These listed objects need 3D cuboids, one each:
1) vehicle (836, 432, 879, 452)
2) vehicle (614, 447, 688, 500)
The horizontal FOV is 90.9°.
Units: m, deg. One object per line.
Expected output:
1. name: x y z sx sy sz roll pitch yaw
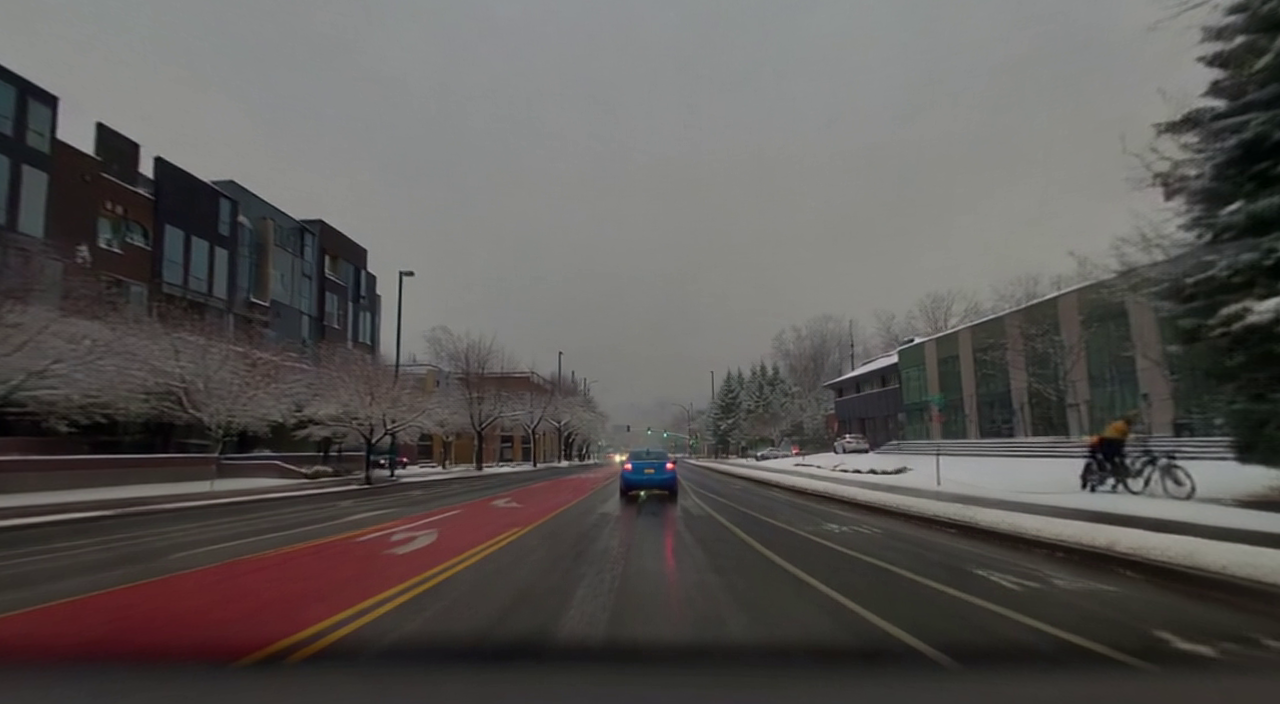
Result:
1. vehicle: 16.202 6.767 47.146 1.979 1.460 3.848 -1 -9 2
2. vehicle: 0.298 3.728 19.759 2.063 1.442 4.135 0 -9 0
